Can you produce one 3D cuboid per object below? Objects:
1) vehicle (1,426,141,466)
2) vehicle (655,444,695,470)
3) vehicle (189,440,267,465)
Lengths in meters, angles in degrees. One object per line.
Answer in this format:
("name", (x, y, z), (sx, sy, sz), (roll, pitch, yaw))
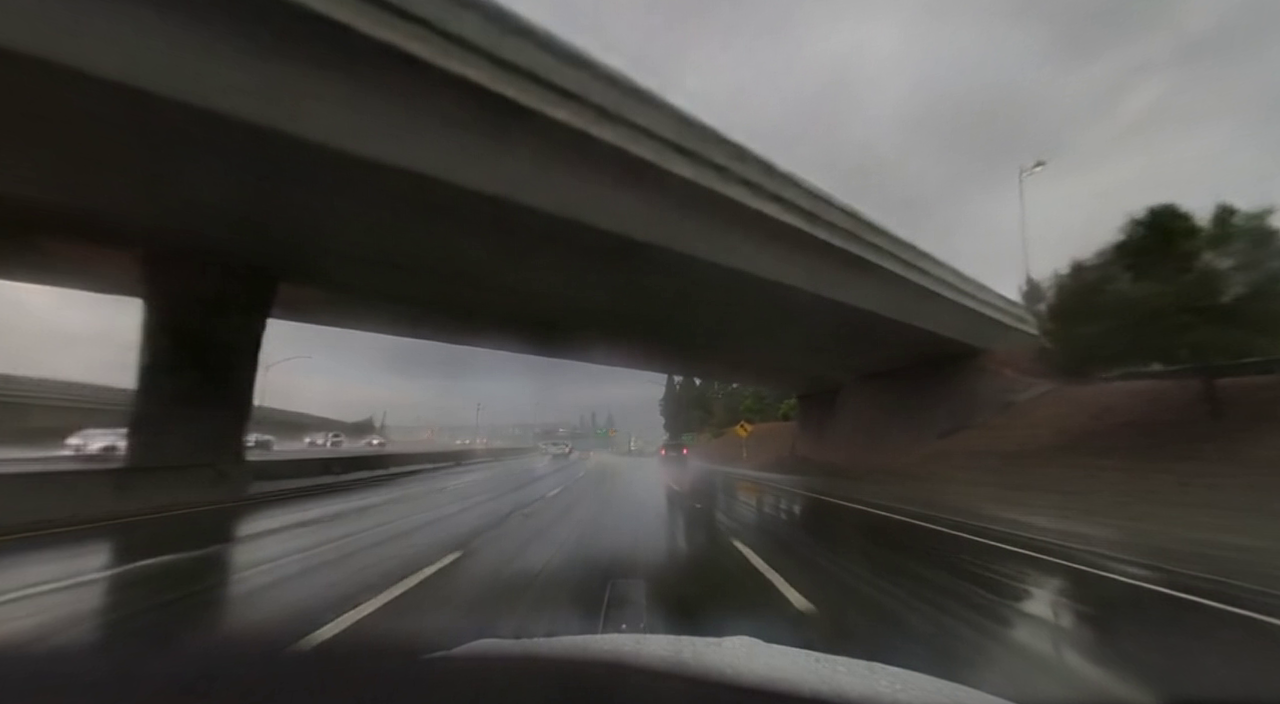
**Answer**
("vehicle", (-30.222, 5.058, 33.869), (2.190, 1.941, 5.839), (0, -8, -2))
("vehicle", (2.116, 6.578, 39.861), (2.059, 1.509, 4.670), (0, -8, -3))
("vehicle", (-26.091, 6.342, 40.134), (1.812, 1.488, 4.790), (0, -8, -1))
